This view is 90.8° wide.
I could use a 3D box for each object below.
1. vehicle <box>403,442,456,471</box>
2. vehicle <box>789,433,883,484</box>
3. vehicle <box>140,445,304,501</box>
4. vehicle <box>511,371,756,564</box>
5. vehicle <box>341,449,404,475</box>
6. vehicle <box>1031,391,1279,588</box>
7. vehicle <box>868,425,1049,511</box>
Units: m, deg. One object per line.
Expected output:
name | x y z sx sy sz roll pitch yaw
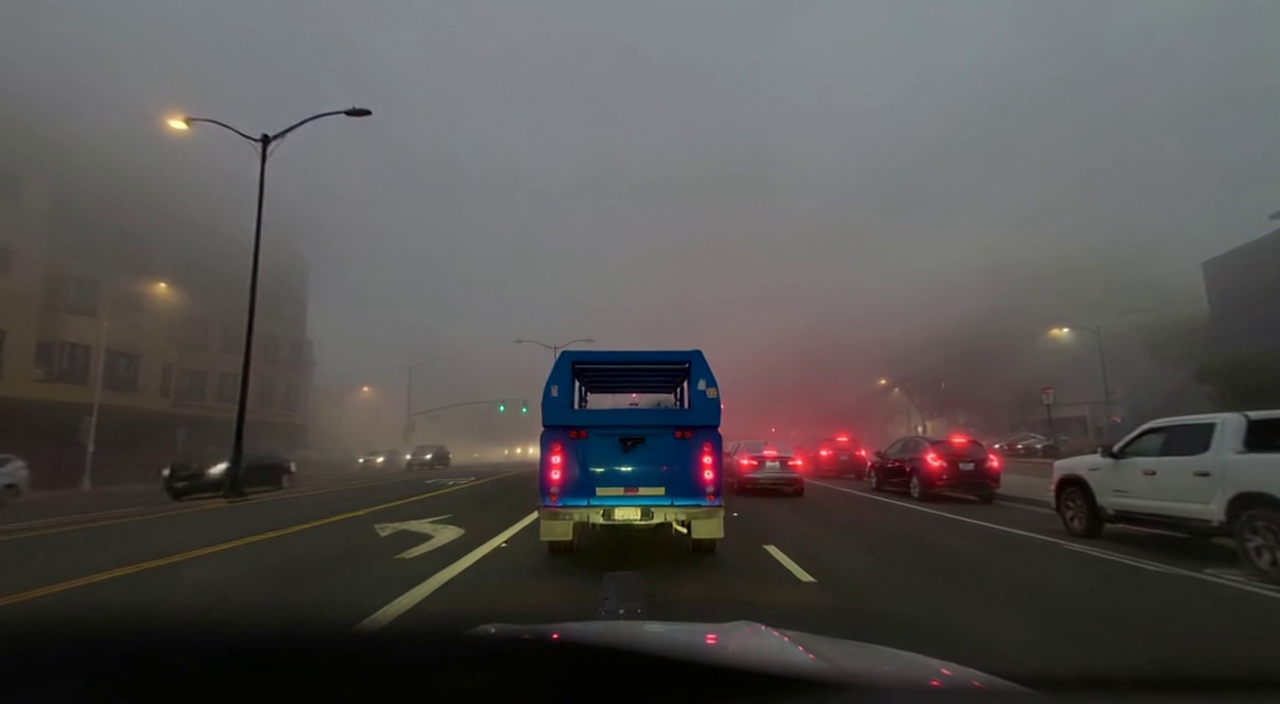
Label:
vehicle | -12.107 6.027 36.490 1.781 1.558 3.688 0 -9 0
vehicle | 7.070 3.872 23.278 1.953 1.665 4.327 0 -9 -2
vehicle | -12.269 3.534 18.986 1.906 1.461 4.333 0 -9 1
vehicle | -0.115 1.696 9.894 2.682 2.117 5.706 0 -9 -1
vehicle | -15.662 6.444 37.254 1.854 1.364 4.357 0 -9 0
vehicle | 6.828 1.442 7.019 2.023 1.771 4.488 0 -9 -1
vehicle | 7.067 2.613 14.651 1.931 1.692 4.267 0 -9 0
